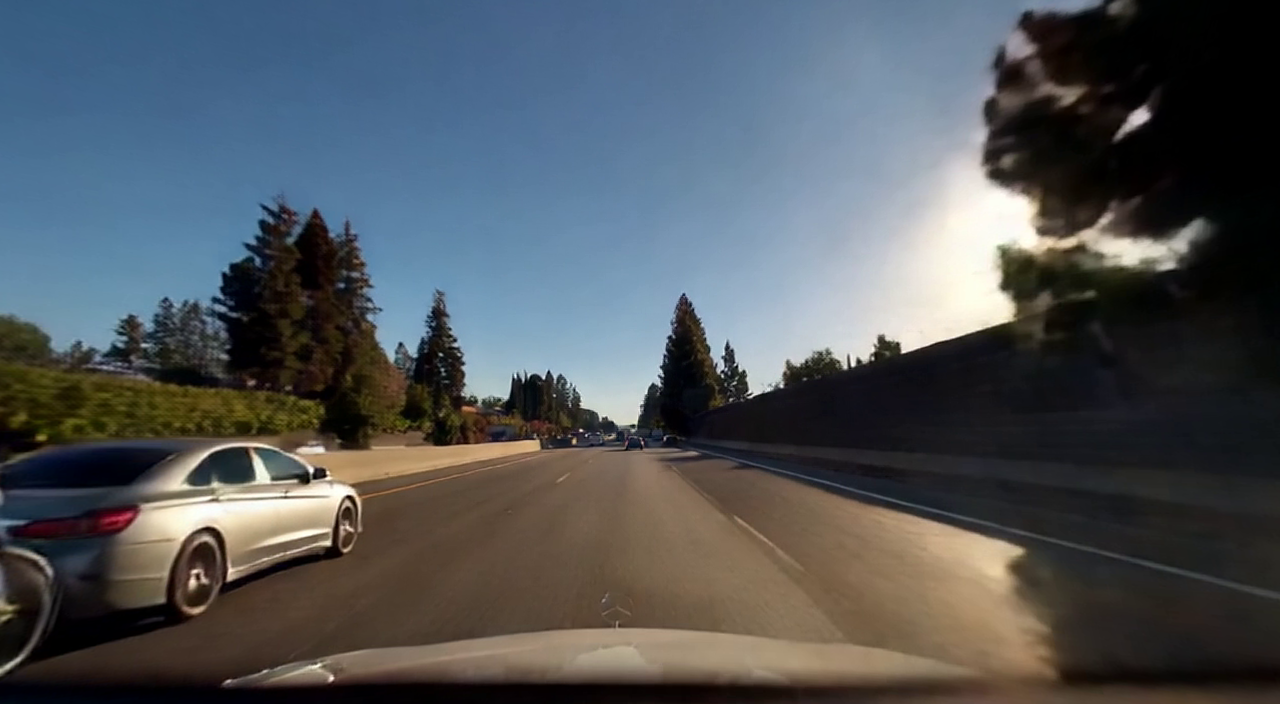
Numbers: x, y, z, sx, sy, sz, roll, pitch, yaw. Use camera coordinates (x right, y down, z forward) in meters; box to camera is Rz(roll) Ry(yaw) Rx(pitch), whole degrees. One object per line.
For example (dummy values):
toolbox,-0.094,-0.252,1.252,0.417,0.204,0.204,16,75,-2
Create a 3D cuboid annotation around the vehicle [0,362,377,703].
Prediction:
vehicle,-4.028,1.151,4.945,2.064,1.647,4.381,0,-8,-1
